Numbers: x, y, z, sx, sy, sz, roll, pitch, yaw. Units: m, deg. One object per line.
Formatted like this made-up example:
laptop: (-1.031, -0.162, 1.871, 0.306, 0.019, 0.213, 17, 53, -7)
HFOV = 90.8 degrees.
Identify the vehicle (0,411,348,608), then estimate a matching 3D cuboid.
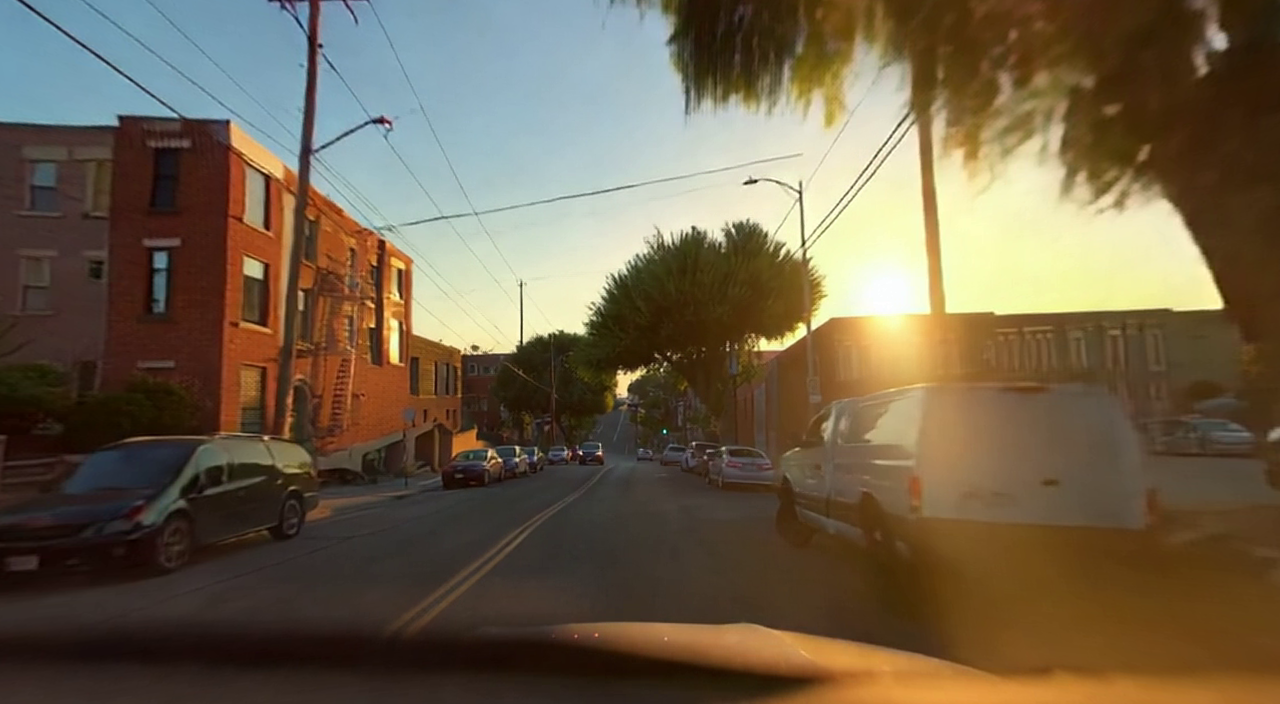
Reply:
vehicle: (-6.675, 1.949, 9.040, 2.259, 1.899, 5.643, 0, -8, 0)

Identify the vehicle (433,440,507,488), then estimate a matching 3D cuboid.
vehicle: (-6.869, 4.567, 26.107, 1.930, 1.756, 4.955, 0, -8, -3)

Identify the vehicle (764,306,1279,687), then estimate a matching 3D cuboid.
vehicle: (3.129, 1.235, 6.614, 2.480, 2.230, 5.704, 0, -8, 0)

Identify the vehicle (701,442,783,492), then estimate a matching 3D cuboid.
vehicle: (3.248, 3.760, 21.045, 1.885, 1.464, 4.466, 0, -8, -1)
